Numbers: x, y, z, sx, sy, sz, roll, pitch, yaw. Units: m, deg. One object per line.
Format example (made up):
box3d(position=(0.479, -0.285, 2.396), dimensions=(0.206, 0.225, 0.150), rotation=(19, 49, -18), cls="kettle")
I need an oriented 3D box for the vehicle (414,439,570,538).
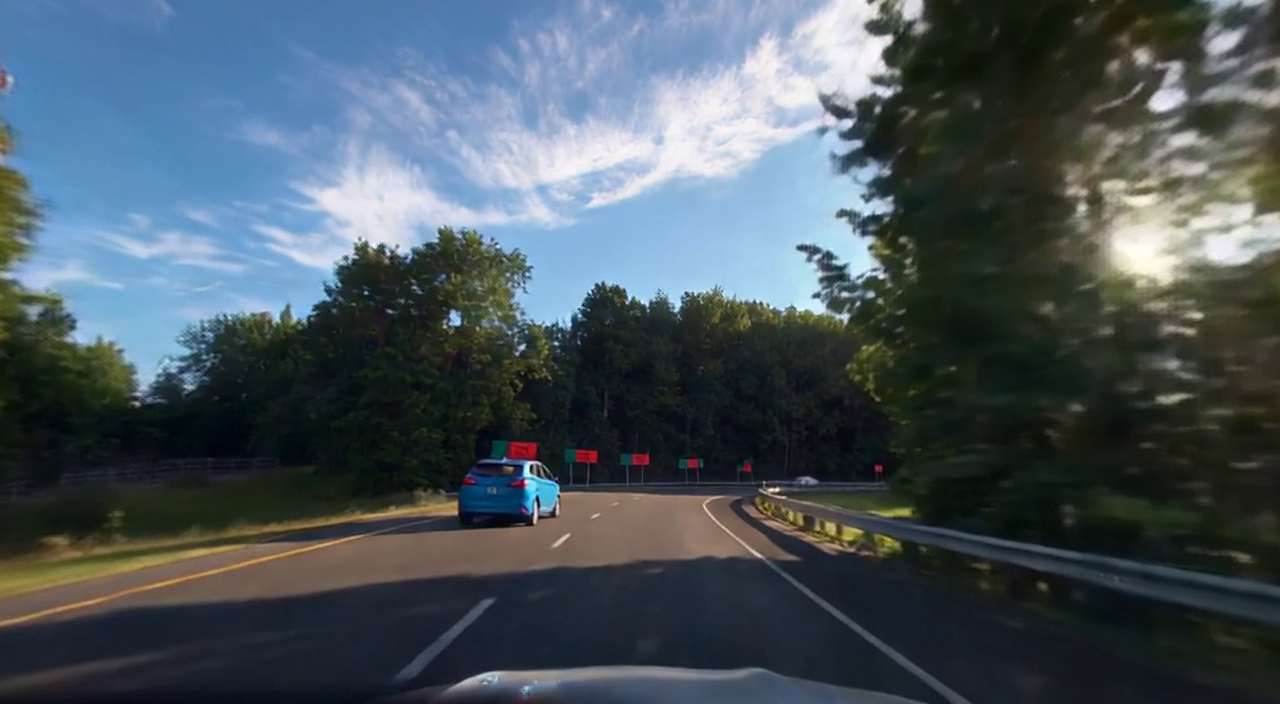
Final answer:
box3d(position=(-2.851, 2.814, 13.334), dimensions=(1.997, 1.692, 4.422), rotation=(0, -11, 3), cls="vehicle")
